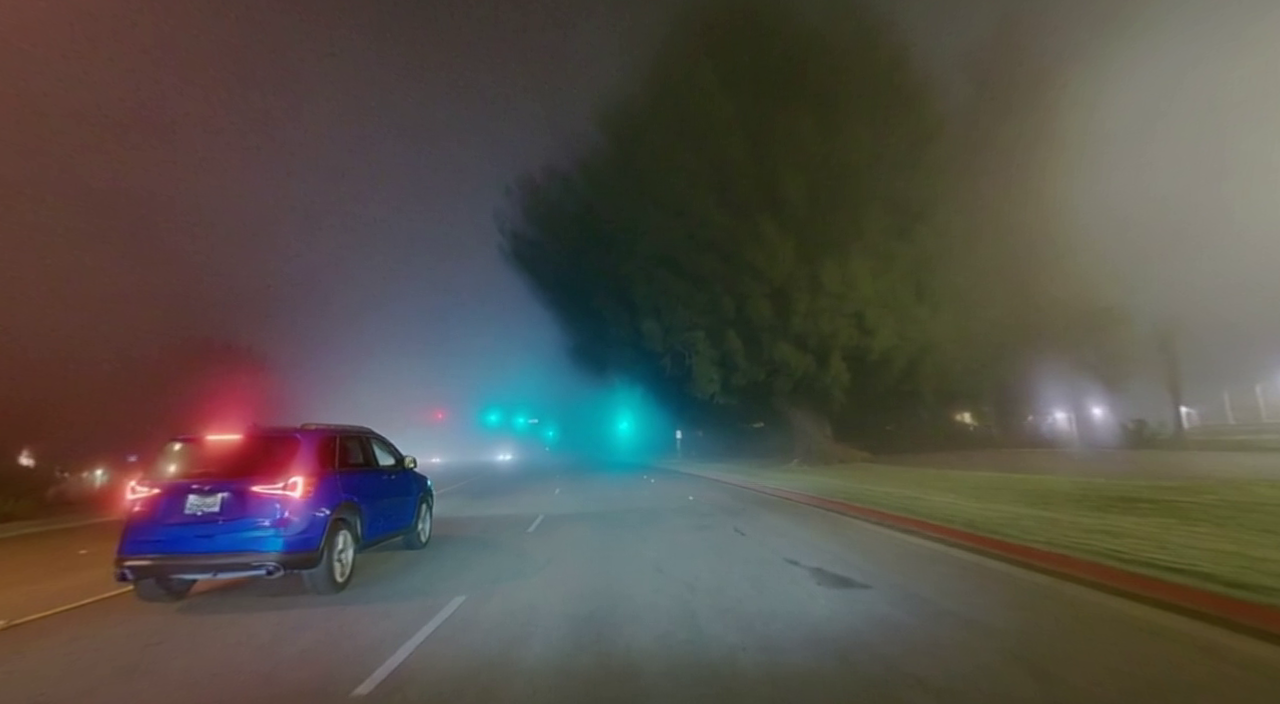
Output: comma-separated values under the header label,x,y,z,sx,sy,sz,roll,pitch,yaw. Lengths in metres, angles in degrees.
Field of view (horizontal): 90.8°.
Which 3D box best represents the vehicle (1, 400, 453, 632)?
label,x,y,z,sx,sy,sz,roll,pitch,yaw
vehicle,-3.855,1.585,7.177,2.175,1.772,4.442,0,-8,-1
